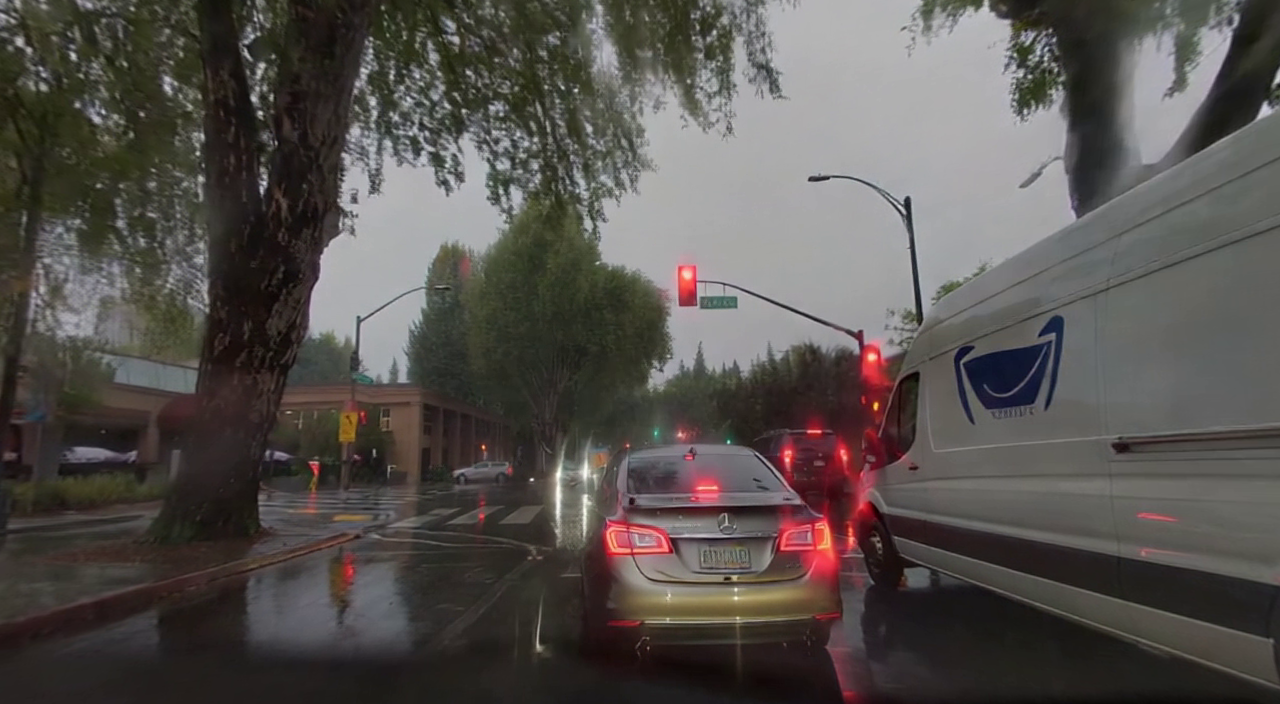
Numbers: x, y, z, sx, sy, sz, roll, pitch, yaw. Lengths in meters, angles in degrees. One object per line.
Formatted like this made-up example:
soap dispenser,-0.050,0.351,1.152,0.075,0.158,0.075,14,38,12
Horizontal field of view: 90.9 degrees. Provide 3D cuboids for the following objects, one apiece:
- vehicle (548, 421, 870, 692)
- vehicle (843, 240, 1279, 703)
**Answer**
vehicle,0.384,1.590,5.744,1.961,1.629,3.610,1,-10,-1
vehicle,2.851,0.885,2.882,2.054,1.965,5.248,1,-11,0
